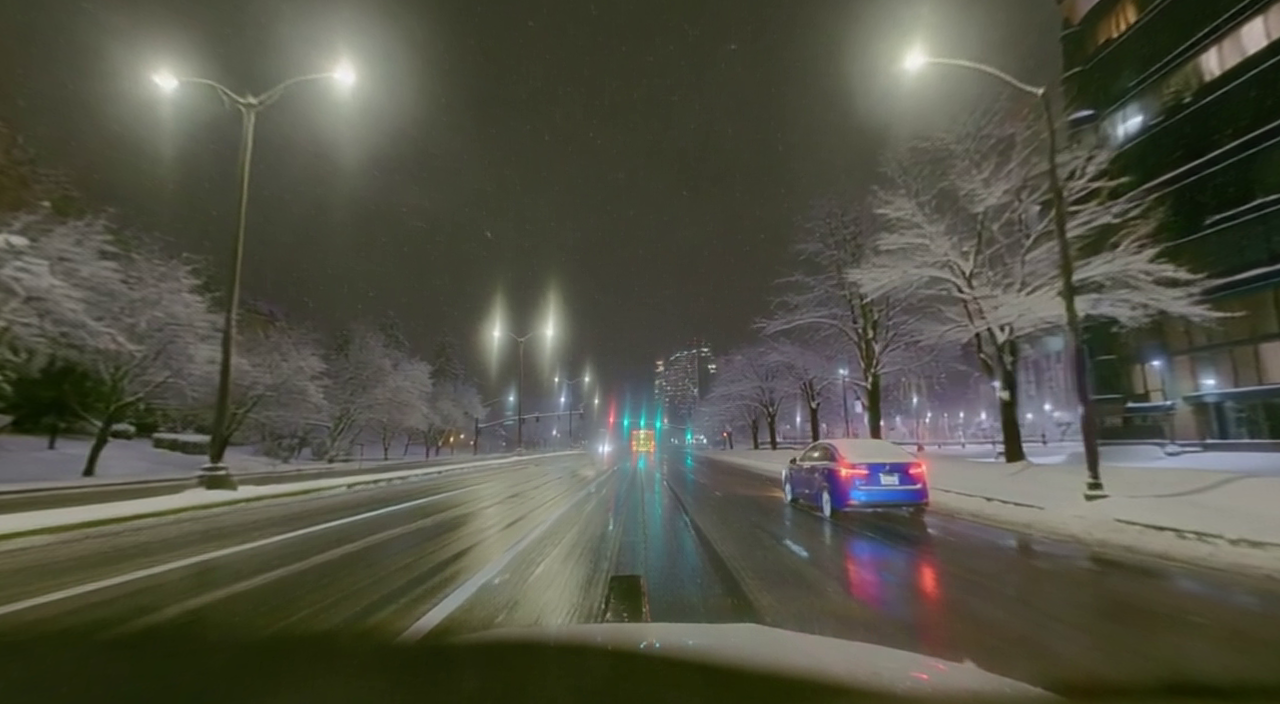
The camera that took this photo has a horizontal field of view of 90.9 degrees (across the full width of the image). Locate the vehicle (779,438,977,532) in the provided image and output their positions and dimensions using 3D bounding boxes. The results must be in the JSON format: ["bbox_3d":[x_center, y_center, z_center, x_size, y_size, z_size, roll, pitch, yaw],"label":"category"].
[{"bbox_3d":[4.271,2.437,12.301,2.005,1.442,4.675,0,-8,0],"label":"vehicle"}]
